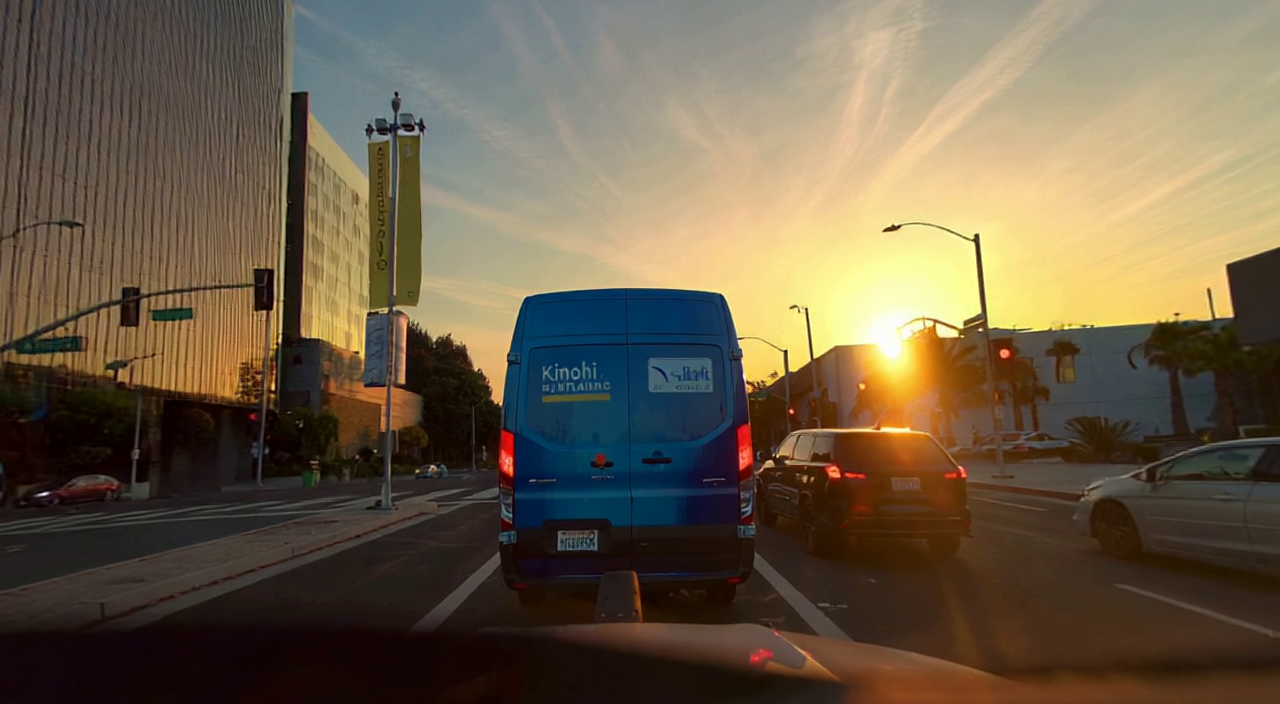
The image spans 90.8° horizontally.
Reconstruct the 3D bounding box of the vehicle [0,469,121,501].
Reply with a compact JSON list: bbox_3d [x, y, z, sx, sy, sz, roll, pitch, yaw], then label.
[{"bbox_3d":[-29.871,6.747,32.179,4.888,1.481,1.873,1,-9,-10],"label":"vehicle"}]

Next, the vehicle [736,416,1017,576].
[{"bbox_3d":[2.864,1.865,9.045,2.183,1.676,4.506,0,-8,-1],"label":"vehicle"}]

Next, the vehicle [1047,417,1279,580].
[{"bbox_3d":[7.520,1.585,7.025,1.963,1.669,4.678,3,-9,-20],"label":"vehicle"}]

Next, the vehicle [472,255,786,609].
[{"bbox_3d":[-0.052,1.174,9.103,2.613,3.035,7.342,0,-8,1],"label":"vehicle"}]
